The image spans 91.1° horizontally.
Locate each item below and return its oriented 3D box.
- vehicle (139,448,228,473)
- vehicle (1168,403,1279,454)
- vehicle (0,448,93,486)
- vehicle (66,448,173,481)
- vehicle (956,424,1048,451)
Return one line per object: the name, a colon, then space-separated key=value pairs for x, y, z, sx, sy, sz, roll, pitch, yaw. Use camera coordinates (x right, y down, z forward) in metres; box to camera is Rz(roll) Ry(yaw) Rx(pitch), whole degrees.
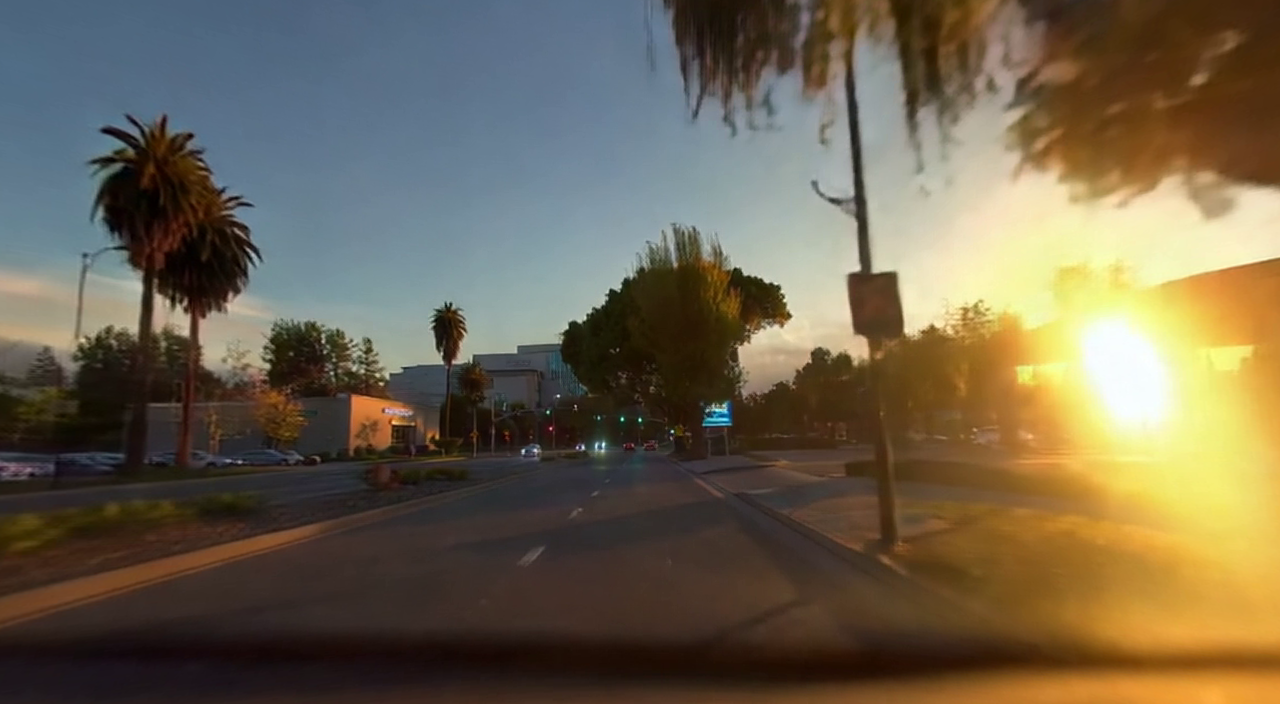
vehicle: x=-29.852 y=7.091 z=41.099 sx=4.310 sy=1.533 sz=1.917 roll=0 pitch=-8 yaw=2
vehicle: x=31.524 y=4.004 z=32.693 sx=5.779 sy=2.547 sz=2.437 roll=0 pitch=-8 yaw=-2
vehicle: x=-29.614 y=5.571 z=30.286 sx=4.293 sy=1.529 sz=2.347 roll=-4 pitch=-9 yaw=0
vehicle: x=-29.531 y=6.372 z=35.719 sx=4.463 sy=1.497 sz=1.889 roll=-4 pitch=-9 yaw=0
vehicle: x=25.194 y=6.012 z=43.832 sx=5.117 sy=1.813 sz=2.052 roll=0 pitch=-8 yaw=0
